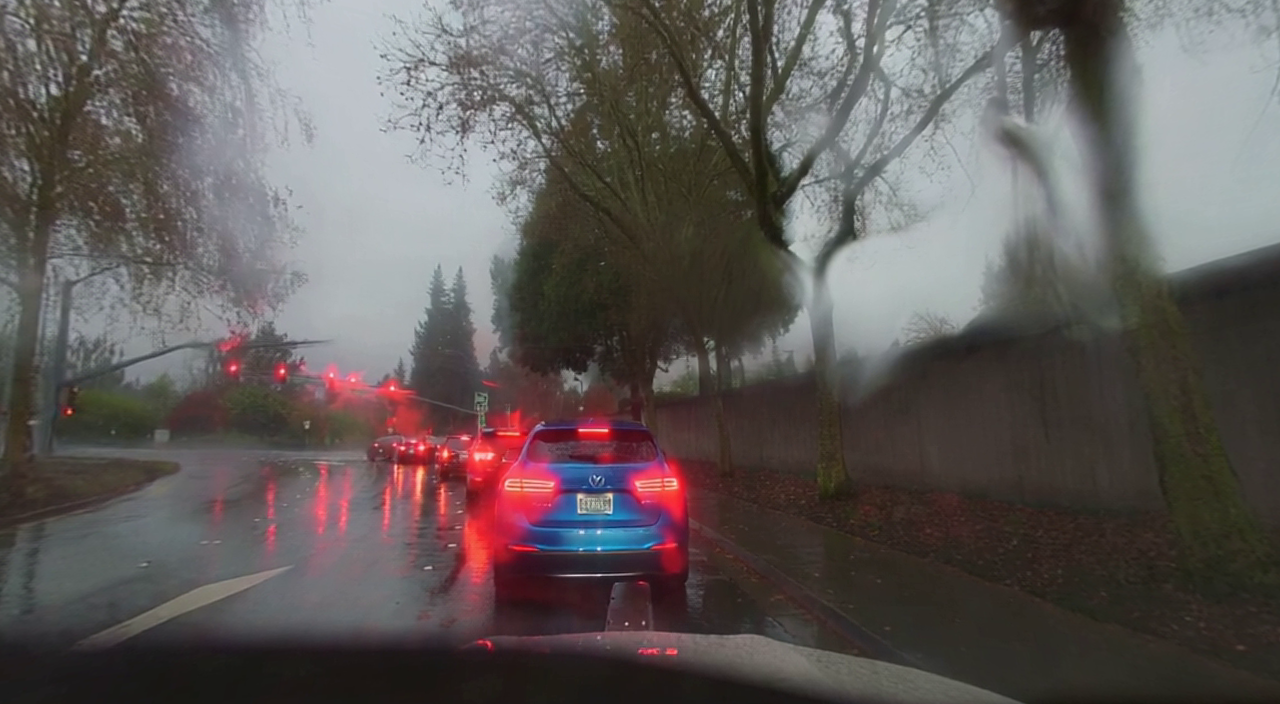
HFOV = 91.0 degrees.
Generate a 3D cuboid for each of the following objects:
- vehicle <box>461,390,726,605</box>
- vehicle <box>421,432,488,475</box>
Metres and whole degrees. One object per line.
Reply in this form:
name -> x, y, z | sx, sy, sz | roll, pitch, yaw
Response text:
vehicle -> -0.682, 1.455, 7.200 | 2.134, 1.671, 4.147 | 1, -8, -10
vehicle -> -7.295, 3.921, 24.495 | 1.902, 1.536, 3.662 | 4, -9, -25
